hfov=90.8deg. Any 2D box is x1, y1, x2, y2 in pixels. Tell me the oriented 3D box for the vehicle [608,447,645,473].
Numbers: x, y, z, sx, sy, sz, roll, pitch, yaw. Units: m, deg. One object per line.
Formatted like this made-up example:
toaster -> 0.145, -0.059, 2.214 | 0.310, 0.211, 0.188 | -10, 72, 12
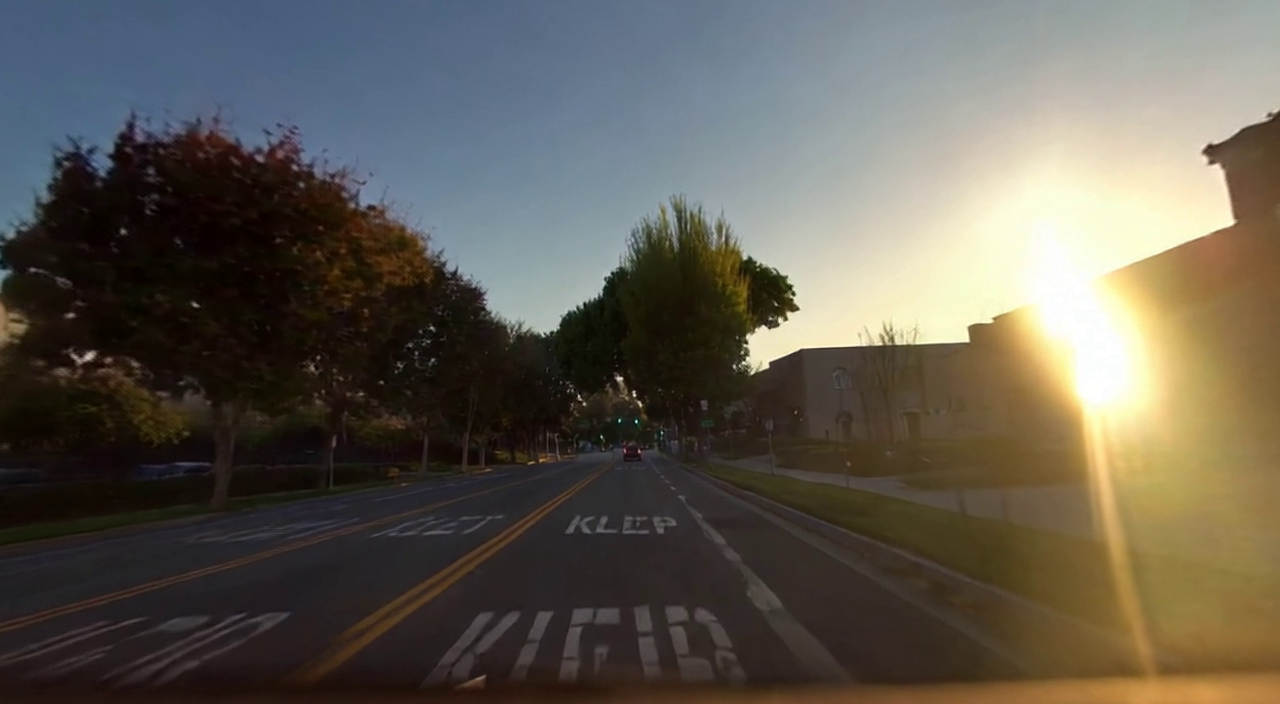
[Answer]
vehicle -> -0.833, 6.539, 38.609 | 2.131, 1.474, 4.146 | 0, -9, -1
